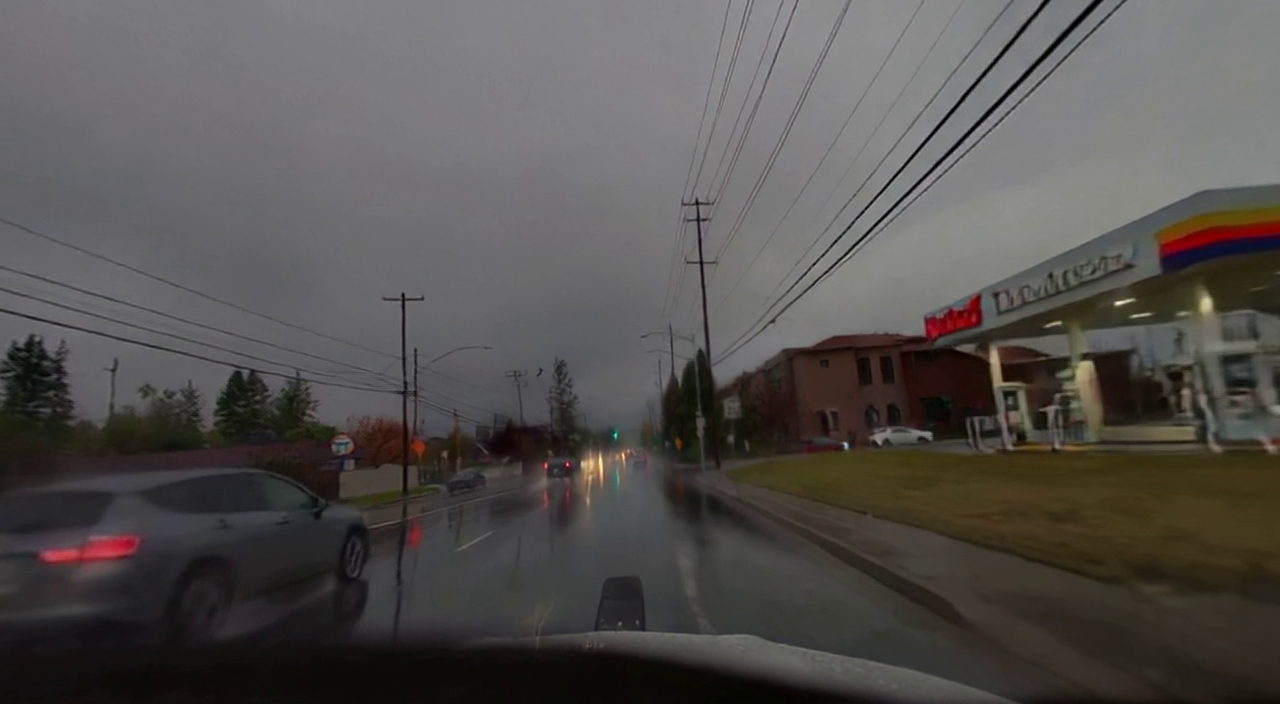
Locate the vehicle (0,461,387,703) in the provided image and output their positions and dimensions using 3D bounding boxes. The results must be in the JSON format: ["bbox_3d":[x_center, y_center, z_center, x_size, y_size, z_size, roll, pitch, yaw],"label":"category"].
[{"bbox_3d":[-4.095,1.747,5.765,1.704,1.430,4.587,-1,-9,0],"label":"vehicle"}]

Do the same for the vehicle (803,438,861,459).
[{"bbox_3d":[14.109,7.135,46.523,3.830,1.474,1.771,-2,-10,9],"label":"vehicle"}]

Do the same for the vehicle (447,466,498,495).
[{"bbox_3d":[-11.081,8.524,42.143,2.097,1.581,4.583,-3,-9,1],"label":"vehicle"}]

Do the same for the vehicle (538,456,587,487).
[{"bbox_3d":[-3.923,6.137,32.634,1.943,1.455,4.414,-1,-9,1],"label":"vehicle"}]

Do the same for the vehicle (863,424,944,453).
[{"bbox_3d":[19.016,6.327,45.799,4.817,1.919,2.308,-2,-9,7],"label":"vehicle"}]
